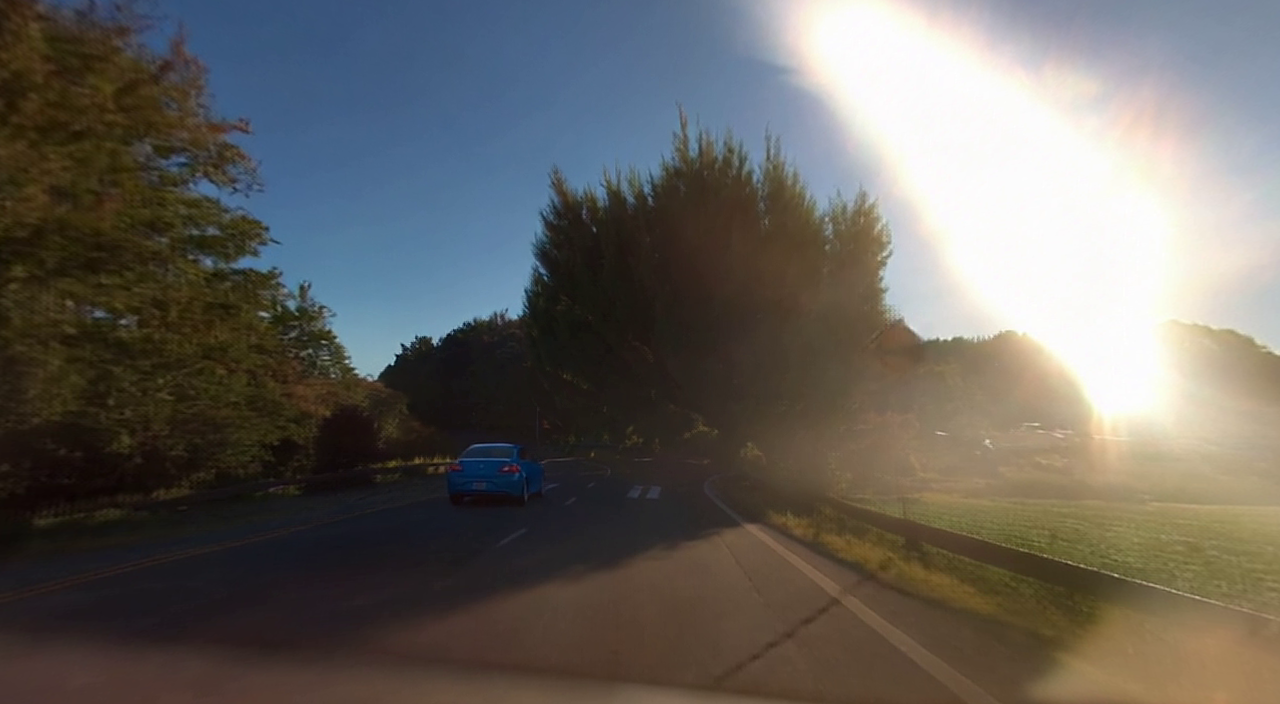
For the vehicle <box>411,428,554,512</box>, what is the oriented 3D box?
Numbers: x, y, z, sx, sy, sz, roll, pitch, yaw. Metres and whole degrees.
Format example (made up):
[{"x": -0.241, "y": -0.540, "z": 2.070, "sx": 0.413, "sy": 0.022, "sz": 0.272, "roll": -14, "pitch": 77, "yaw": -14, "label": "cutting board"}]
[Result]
[{"x": -3.349, "y": 2.630, "z": 14.344, "sx": 2.078, "sy": 1.607, "sz": 3.959, "roll": -1, "pitch": -9, "yaw": 2, "label": "vehicle"}]
